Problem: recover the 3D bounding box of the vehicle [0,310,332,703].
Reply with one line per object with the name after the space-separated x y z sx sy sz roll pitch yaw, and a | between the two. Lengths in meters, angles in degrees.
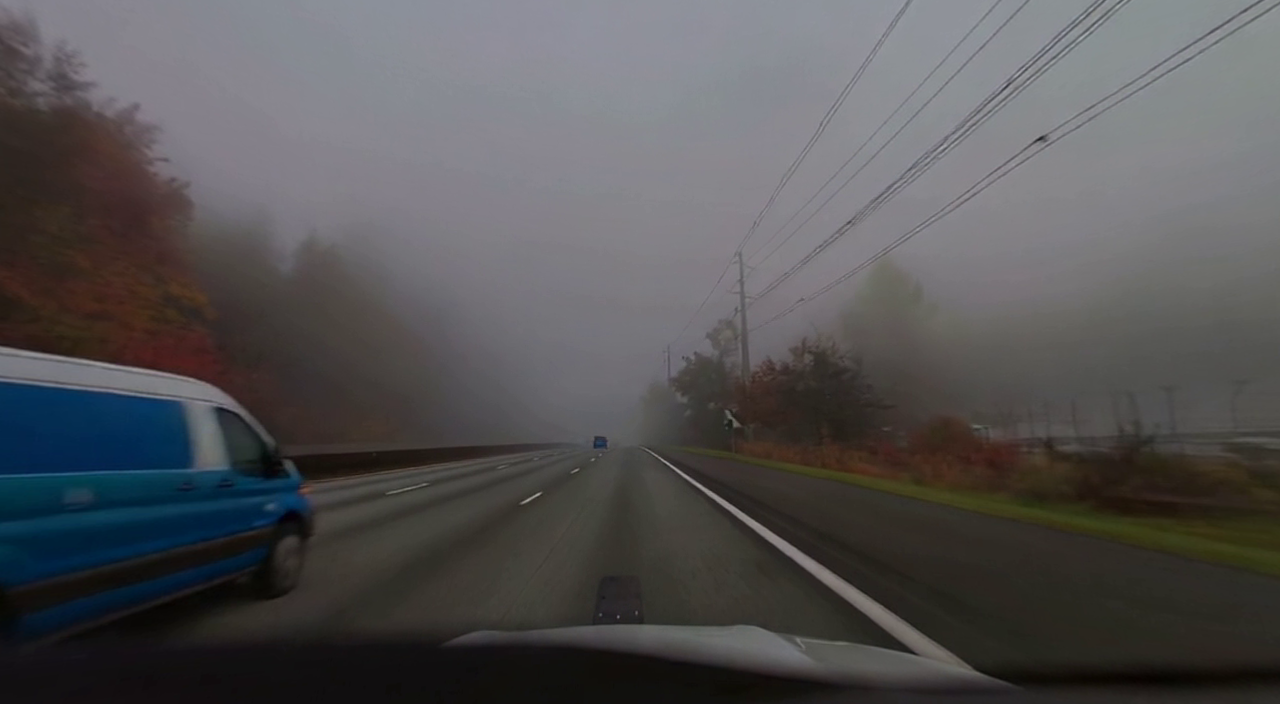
-3.621 0.846 2.464 2.263 1.985 5.176 0 -8 -1 | vehicle
